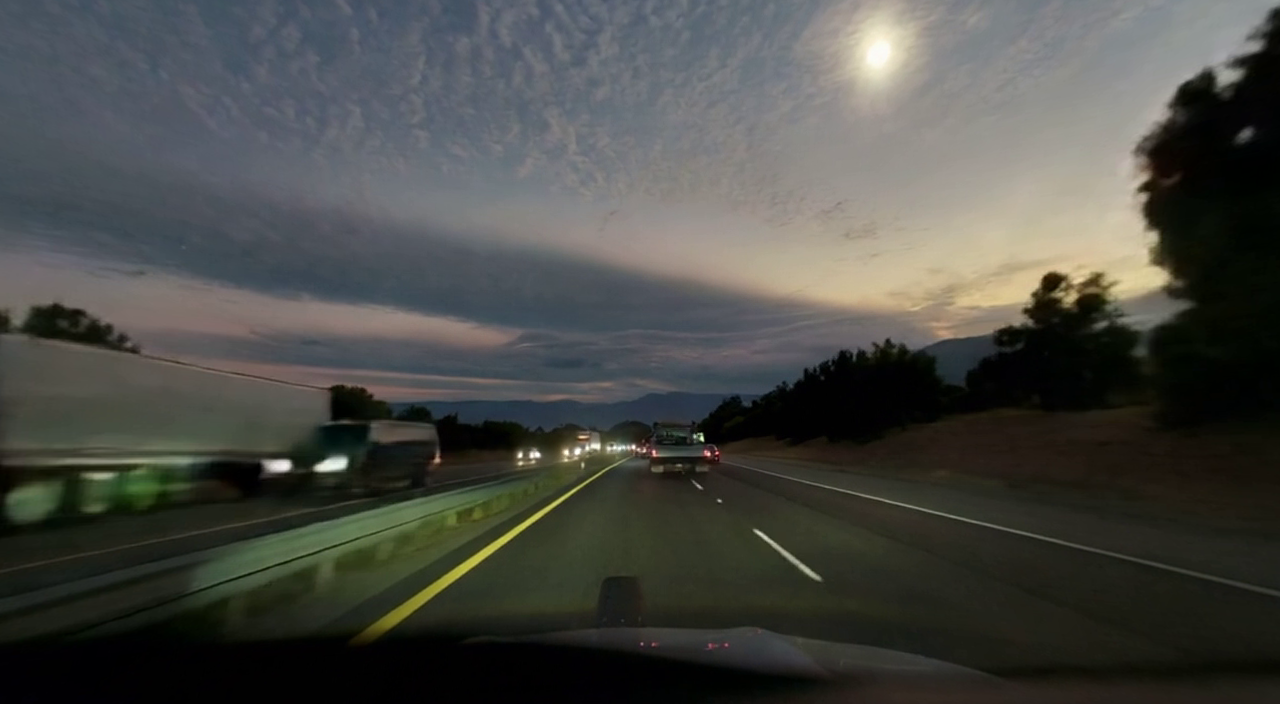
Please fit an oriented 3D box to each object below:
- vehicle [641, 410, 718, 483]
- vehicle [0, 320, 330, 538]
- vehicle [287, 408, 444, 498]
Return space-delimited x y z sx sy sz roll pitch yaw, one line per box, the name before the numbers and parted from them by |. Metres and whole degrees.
vehicle | 1.369 3.652 24.377 2.423 2.517 5.055 0 -9 -3
vehicle | -13.504 2.289 17.365 2.871 4.062 13.910 0 -9 0
vehicle | -9.144 3.481 22.010 2.357 2.623 6.876 0 -9 0
